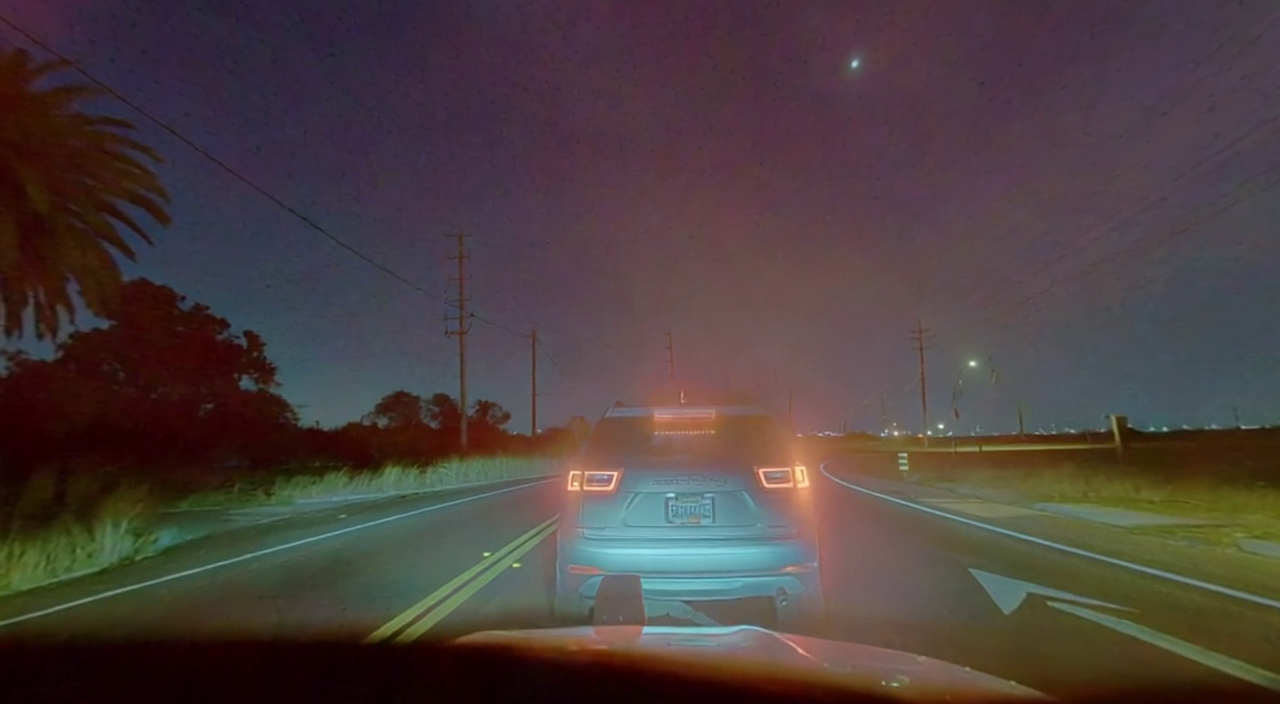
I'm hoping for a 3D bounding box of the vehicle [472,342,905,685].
[{"bbox_3d":[0.181,1.205,5.813,2.364,1.859,4.538,0,-9,-2],"label":"vehicle"}]
